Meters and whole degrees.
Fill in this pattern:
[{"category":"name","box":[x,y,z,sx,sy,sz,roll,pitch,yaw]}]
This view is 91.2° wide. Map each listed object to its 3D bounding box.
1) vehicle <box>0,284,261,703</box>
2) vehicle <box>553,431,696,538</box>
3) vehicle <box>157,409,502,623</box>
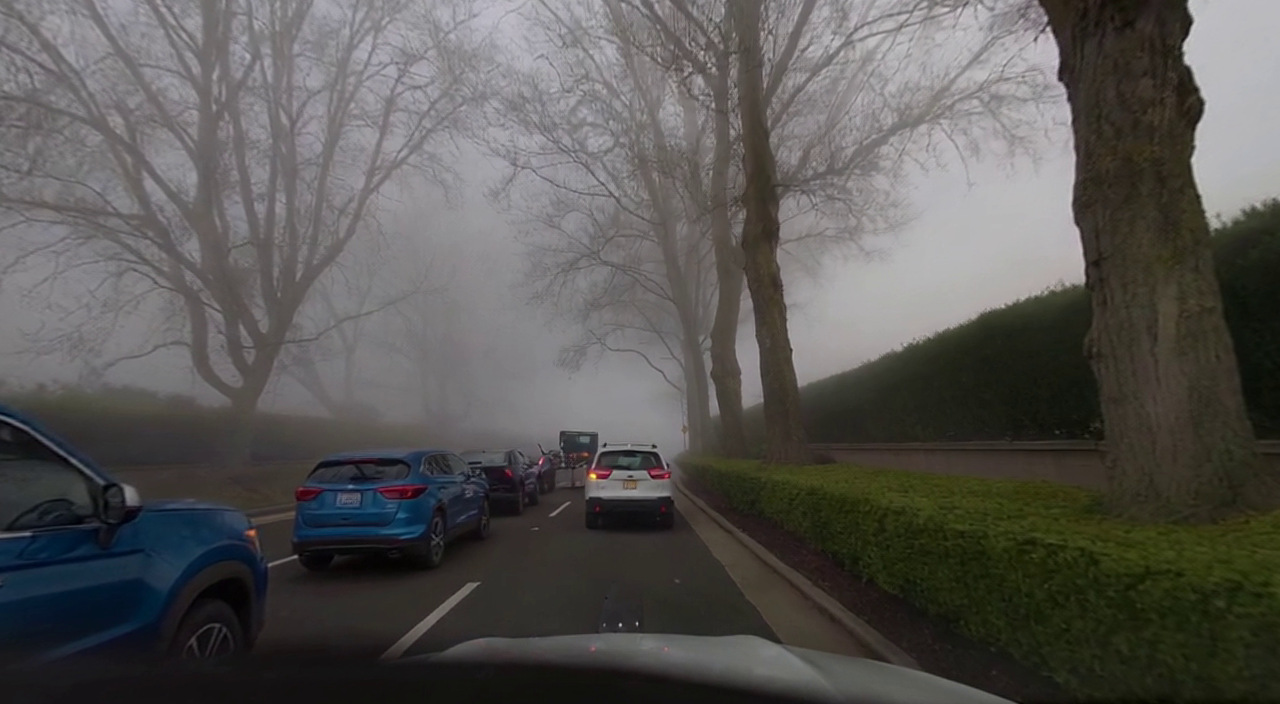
[{"category":"vehicle","box":[-3.280,0.644,1.001,2.205,1.913,5.327,-5,-8,-2]},{"category":"vehicle","box":[-0.269,2.316,11.537,2.154,1.581,4.007,0,-9,-1]},{"category":"vehicle","box":[-3.402,1.832,8.053,2.256,1.728,4.421,-6,-8,-2]}]
